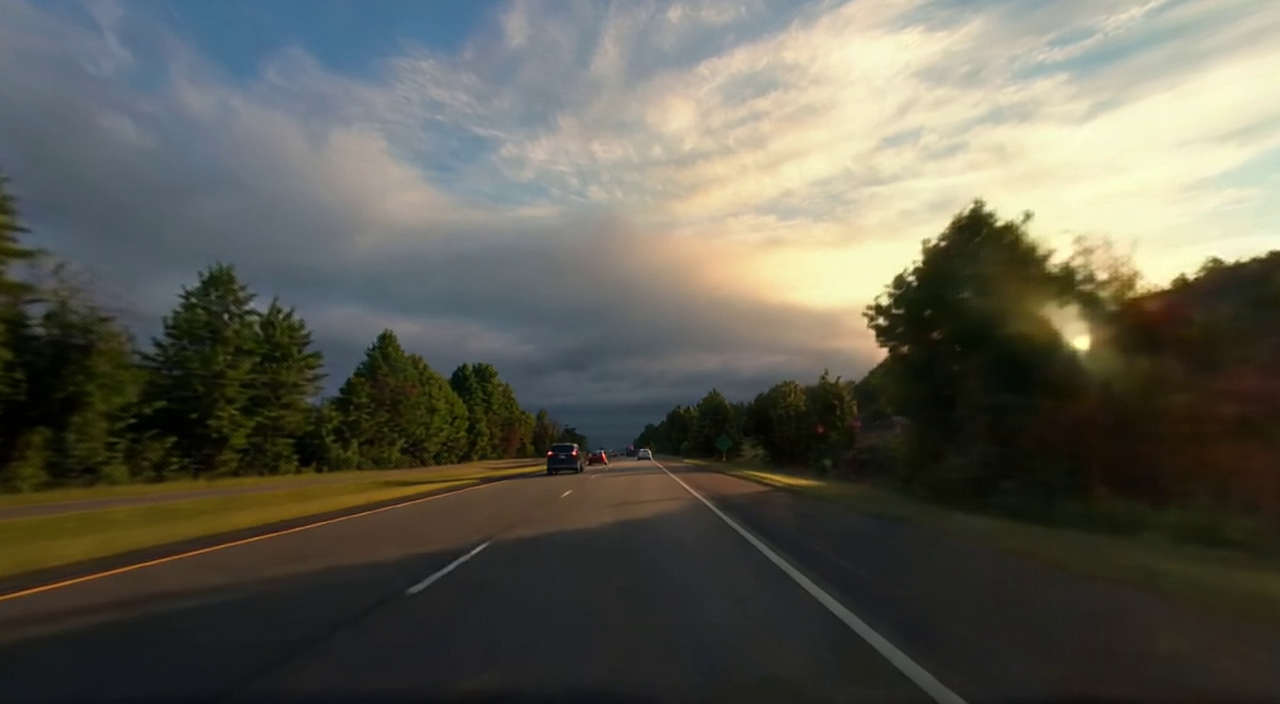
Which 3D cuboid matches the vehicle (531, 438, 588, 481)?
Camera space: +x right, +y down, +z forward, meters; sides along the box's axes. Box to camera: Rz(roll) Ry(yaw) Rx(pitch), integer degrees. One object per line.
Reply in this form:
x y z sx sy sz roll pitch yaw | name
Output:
-3.689 5.025 29.650 2.056 1.811 4.202 0 -9 1 | vehicle
